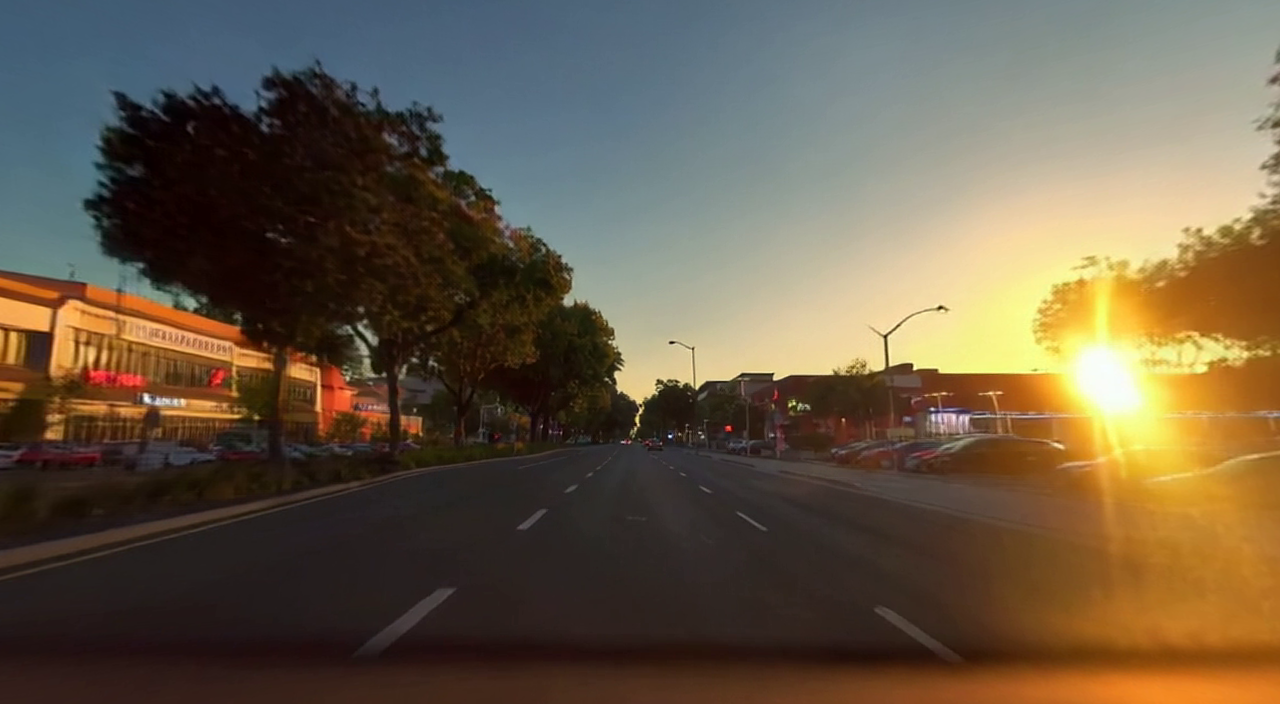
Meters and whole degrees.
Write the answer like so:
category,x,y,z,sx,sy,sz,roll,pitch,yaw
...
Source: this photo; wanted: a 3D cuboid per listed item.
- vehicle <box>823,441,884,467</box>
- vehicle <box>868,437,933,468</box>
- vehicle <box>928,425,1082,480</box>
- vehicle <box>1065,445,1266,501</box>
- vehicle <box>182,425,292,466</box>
category,x,y,z,sx,sy,sz,roll,pitch,yaw
vehicle,12.884,6.179,38.490,1.865,1.434,4.373,1,-8,-5
vehicle,15.616,6.064,38.169,1.893,1.727,4.285,0,-8,-3
vehicle,14.813,4.146,26.218,2.189,1.951,5.828,-1,-9,-10
vehicle,15.790,3.615,19.459,1.936,1.464,4.867,0,-8,-1
vehicle,-31.404,7.286,49.393,6.892,2.879,2.222,-1,-8,-3
